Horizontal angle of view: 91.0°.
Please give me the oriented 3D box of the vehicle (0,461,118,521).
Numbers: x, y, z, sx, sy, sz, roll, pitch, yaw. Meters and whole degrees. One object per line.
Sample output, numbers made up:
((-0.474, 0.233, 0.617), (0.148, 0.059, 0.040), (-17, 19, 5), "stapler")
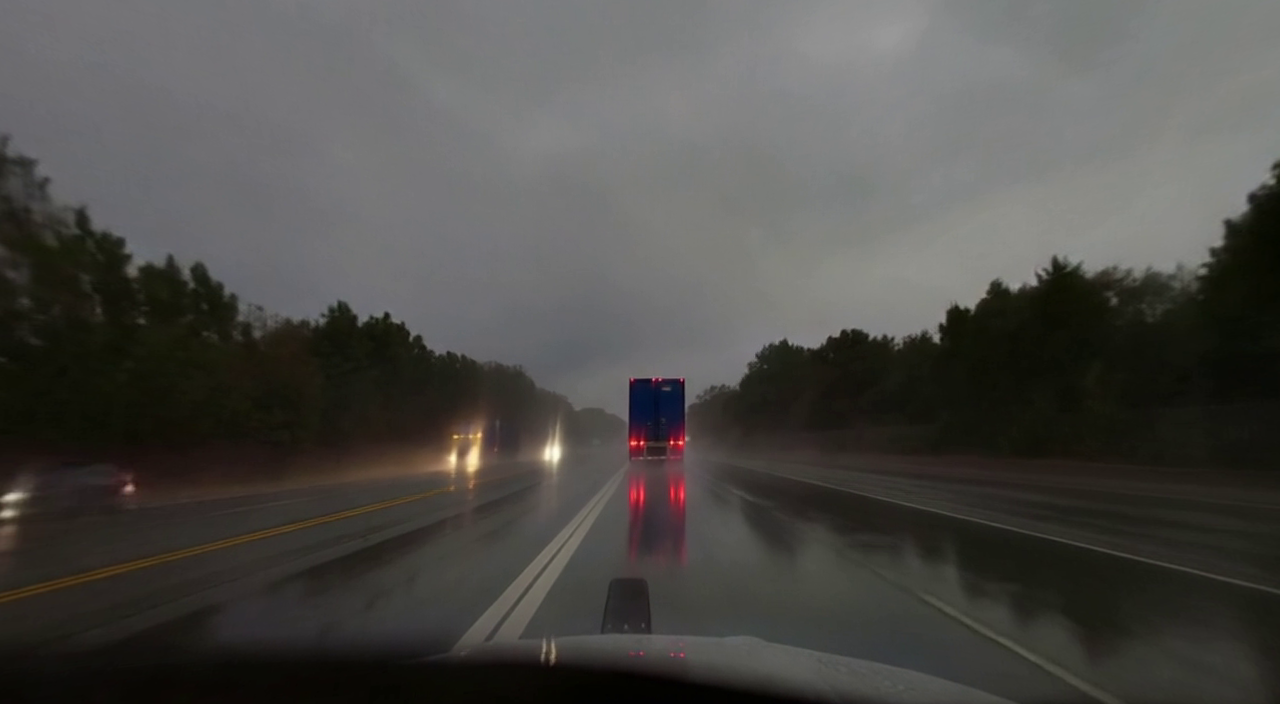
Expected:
((-18.018, 3.987, 18.248), (1.859, 1.493, 4.490), (-1, -8, 1), "vehicle")

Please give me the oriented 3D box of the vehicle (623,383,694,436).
((0.621, 2.429, 25.576), (2.509, 1.890, 4.732), (0, -8, -3), "vehicle")
